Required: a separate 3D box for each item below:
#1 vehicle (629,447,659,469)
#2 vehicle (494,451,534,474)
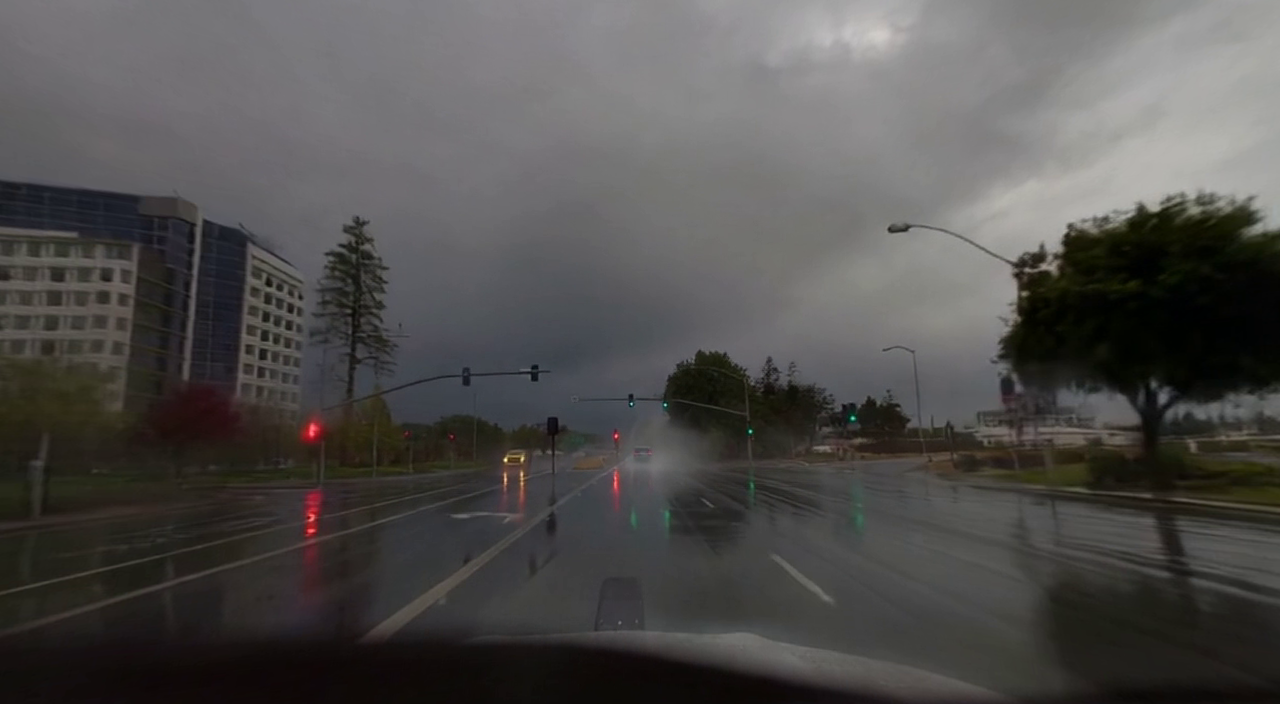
[{"bbox_3d":[0.307,7.593,45.293,2.064,1.477,3.968,0,-9,0],"label":"vehicle"},{"bbox_3d":[-8.793,7.746,44.373,1.887,1.480,4.446,0,-9,0],"label":"vehicle"}]
